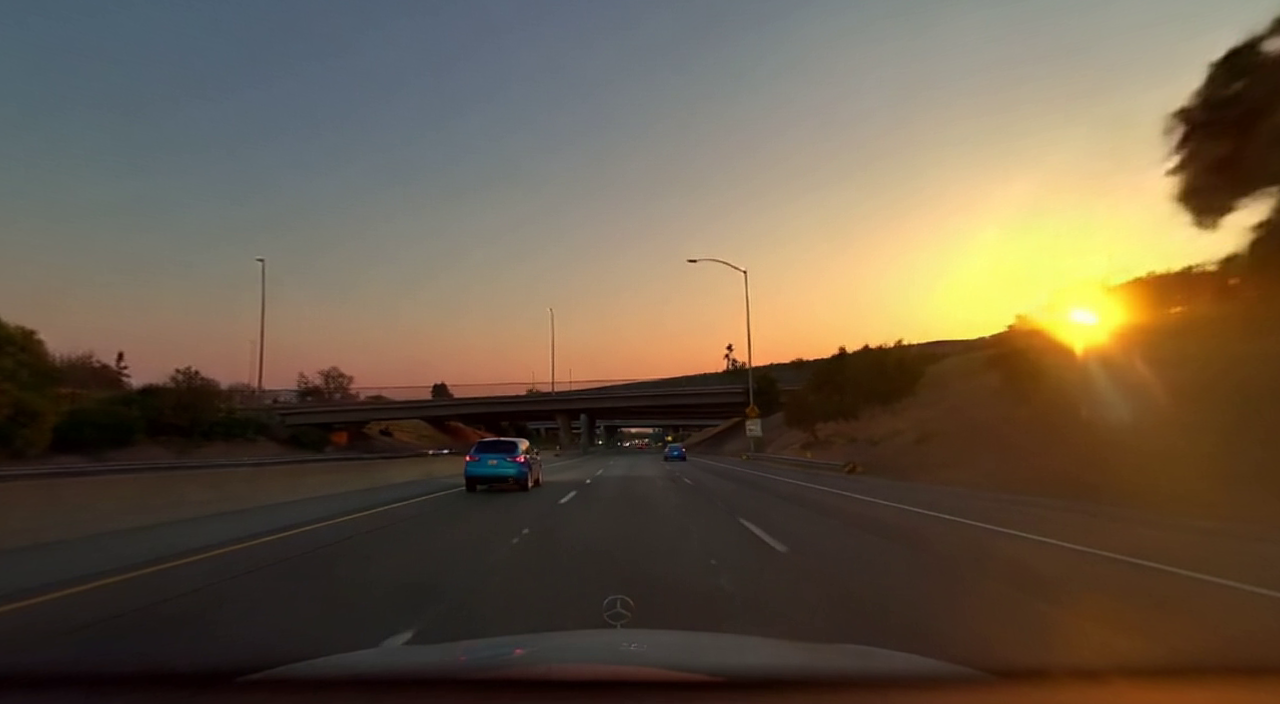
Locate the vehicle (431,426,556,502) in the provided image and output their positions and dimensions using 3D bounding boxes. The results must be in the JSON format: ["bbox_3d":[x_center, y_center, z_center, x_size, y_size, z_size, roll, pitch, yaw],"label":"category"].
[{"bbox_3d":[-3.811,3.041,17.534,2.205,1.773,5.124,0,-9,0],"label":"vehicle"}]
